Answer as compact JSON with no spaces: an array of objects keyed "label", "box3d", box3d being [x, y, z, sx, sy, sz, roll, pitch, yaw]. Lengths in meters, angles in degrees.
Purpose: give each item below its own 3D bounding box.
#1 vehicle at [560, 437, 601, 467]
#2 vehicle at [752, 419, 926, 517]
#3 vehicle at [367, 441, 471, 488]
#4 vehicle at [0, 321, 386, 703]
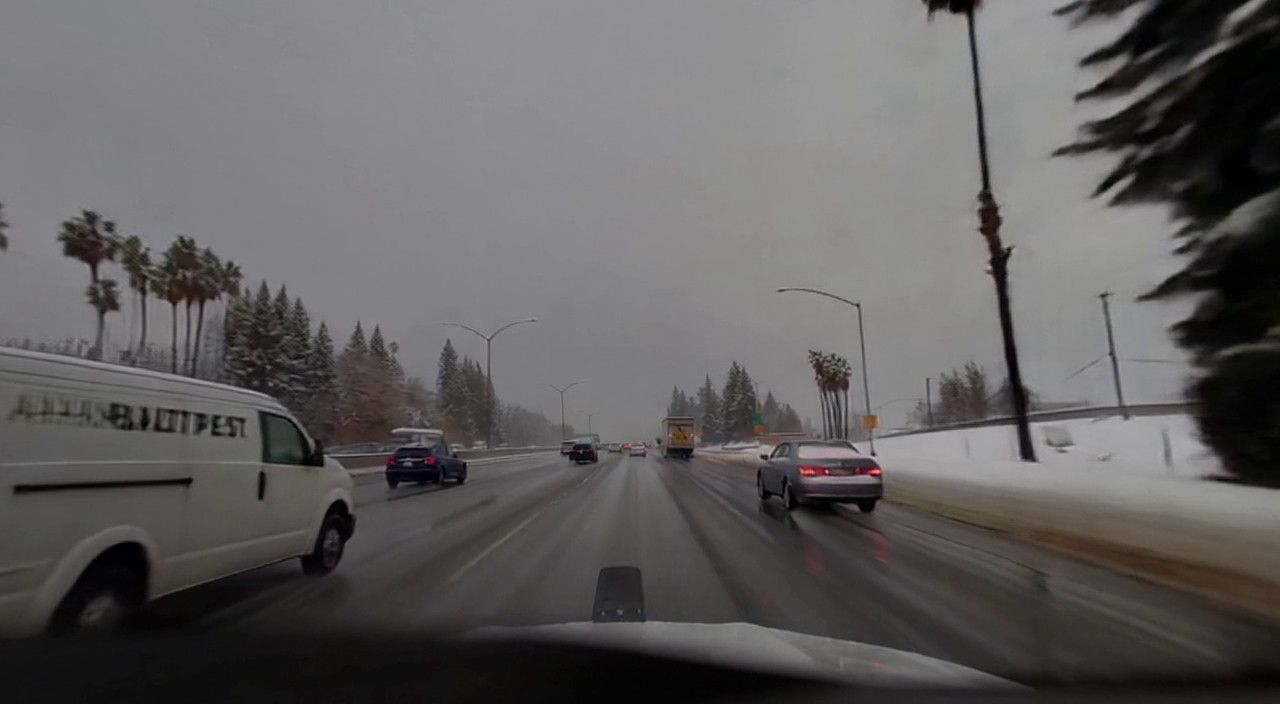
[{"label":"vehicle","box3d":[-3.578,6.117,38.569,2.017,1.683,4.094,0,-9,1]},{"label":"vehicle","box3d":[3.842,2.340,13.184,2.124,1.674,4.494,0,-9,0]},{"label":"vehicle","box3d":[-7.593,3.897,22.139,2.050,1.487,4.372,0,-9,0]},{"label":"vehicle","box3d":[-4.036,1.044,4.489,2.215,1.859,5.375,0,-9,0]}]
